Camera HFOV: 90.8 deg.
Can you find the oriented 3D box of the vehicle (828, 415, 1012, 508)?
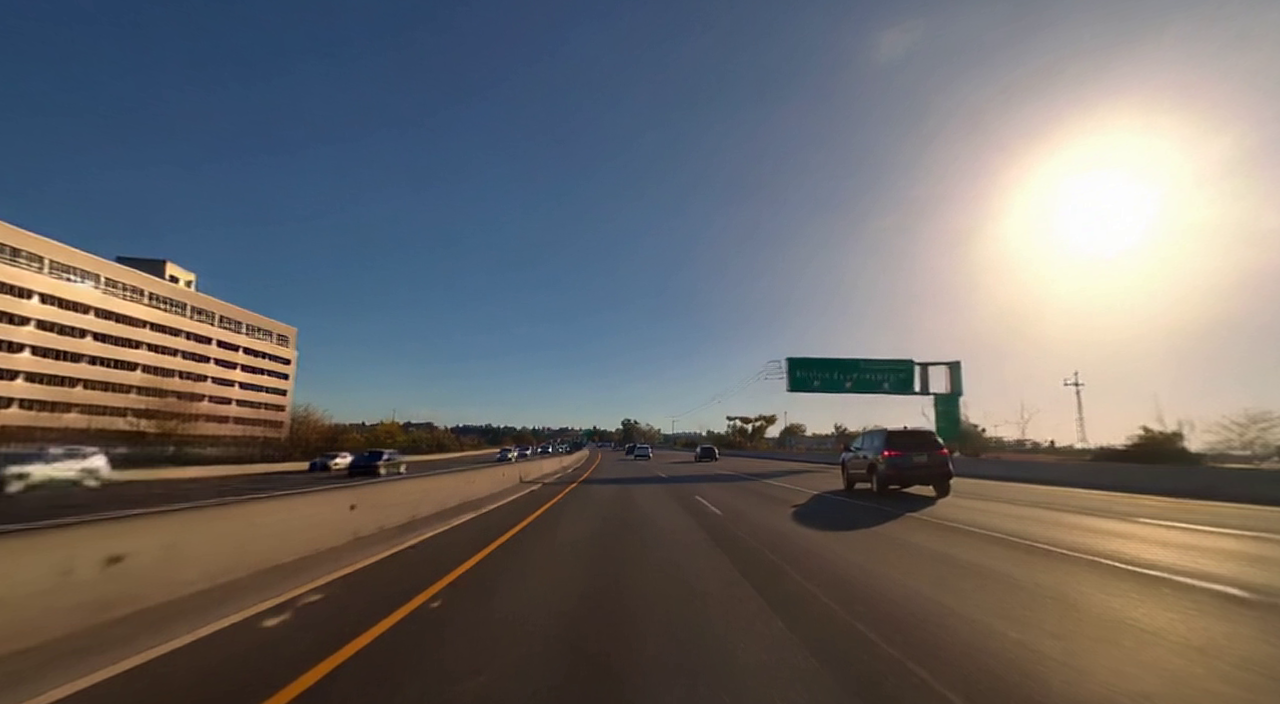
[{"bbox_3d":[6.702,2.698,15.950,2.181,1.952,4.973,0,-9,-2],"label":"vehicle"}]

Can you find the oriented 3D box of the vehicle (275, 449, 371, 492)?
[{"bbox_3d":[-13.855,5.150,27.944,1.958,1.689,4.544,0,-9,-1],"label":"vehicle"}]

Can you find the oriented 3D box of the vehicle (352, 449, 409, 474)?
[{"bbox_3d":[-17.906,7.539,43.829,2.079,1.623,4.775,0,-9,-2],"label":"vehicle"}]

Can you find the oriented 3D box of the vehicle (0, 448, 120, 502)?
[{"bbox_3d":[-20.348,4.042,21.147,1.987,1.598,4.611,0,-9,-1],"label":"vehicle"}]
